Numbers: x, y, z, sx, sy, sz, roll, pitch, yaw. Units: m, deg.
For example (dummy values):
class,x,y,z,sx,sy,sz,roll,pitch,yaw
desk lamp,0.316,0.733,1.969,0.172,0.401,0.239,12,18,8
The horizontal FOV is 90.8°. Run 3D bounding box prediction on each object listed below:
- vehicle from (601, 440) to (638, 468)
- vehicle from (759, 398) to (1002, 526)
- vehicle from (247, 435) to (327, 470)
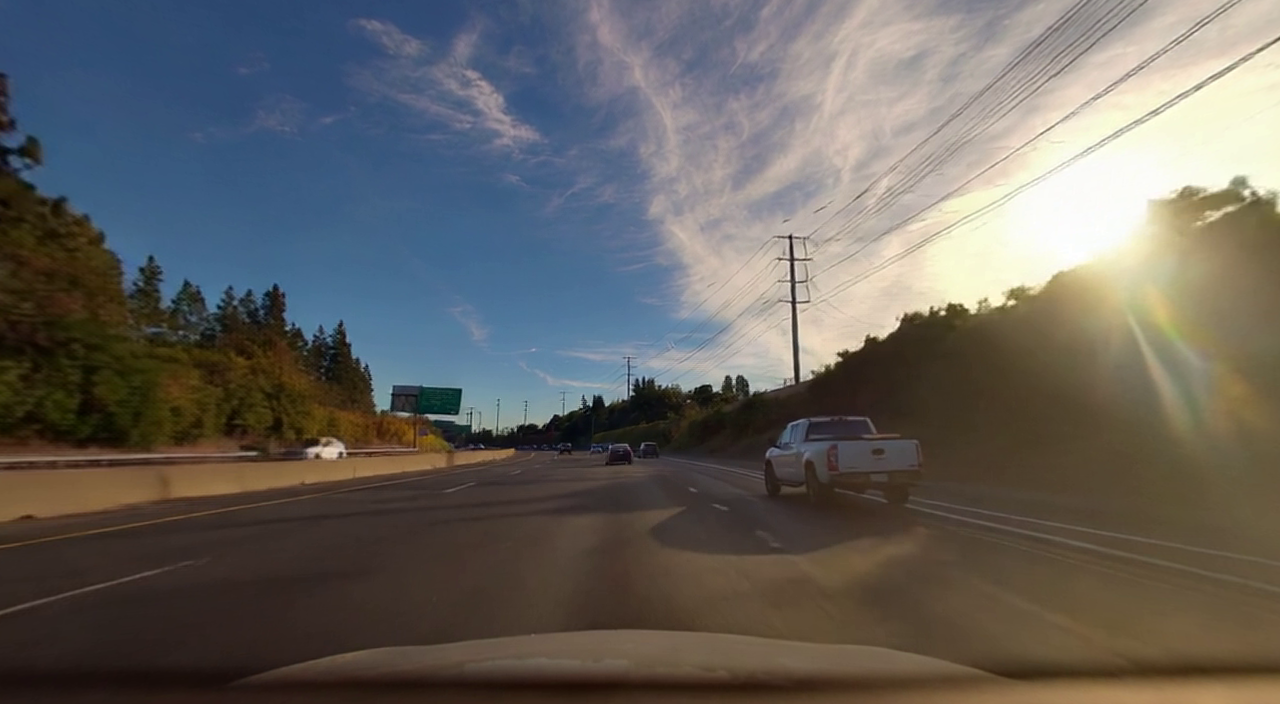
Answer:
class,x,y,z,sx,sy,sz,roll,pitch,yaw
vehicle,-1.436,6.794,42.212,2.188,1.714,3.921,1,-9,-6
vehicle,4.430,2.201,13.161,2.504,2.033,5.979,0,-8,-2
vehicle,-19.215,5.497,34.631,1.999,1.779,4.398,0,-9,-3
